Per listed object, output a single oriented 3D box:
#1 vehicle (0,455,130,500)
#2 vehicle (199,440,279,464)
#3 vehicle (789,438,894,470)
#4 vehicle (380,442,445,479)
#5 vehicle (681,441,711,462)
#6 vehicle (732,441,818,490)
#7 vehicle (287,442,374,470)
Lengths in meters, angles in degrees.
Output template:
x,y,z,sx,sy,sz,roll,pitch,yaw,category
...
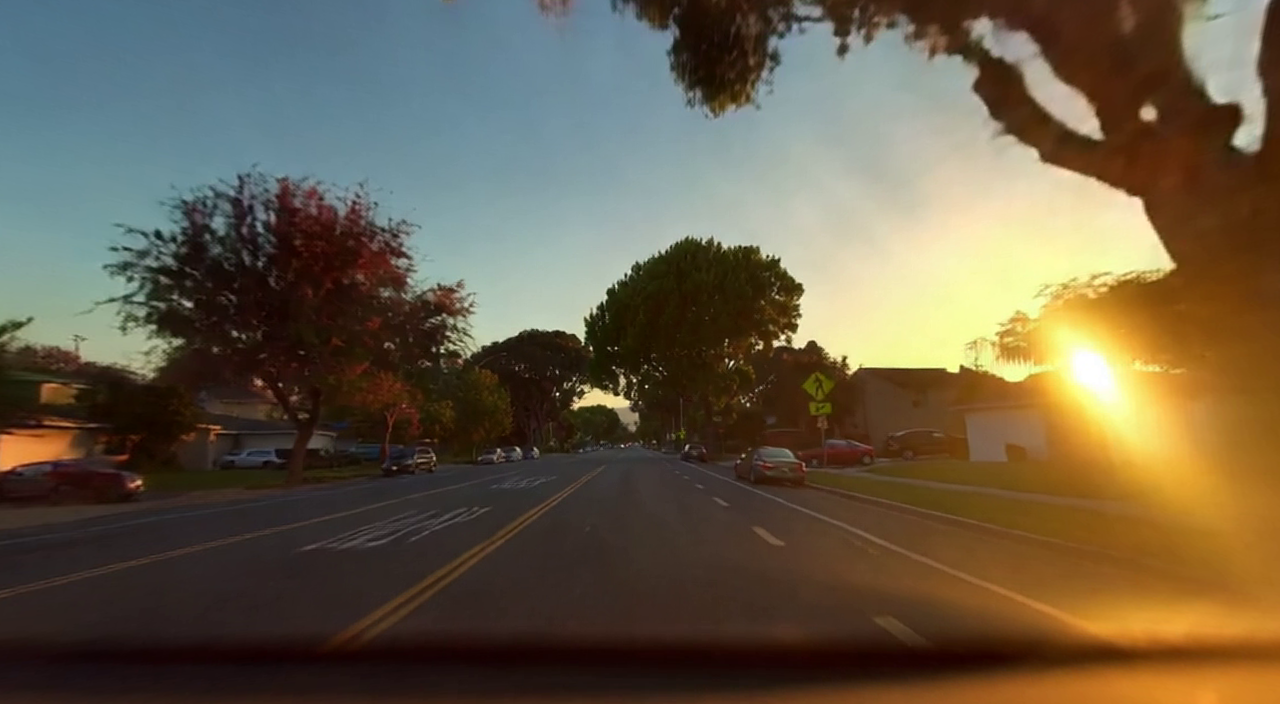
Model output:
x,y,z,sx,sy,sz,roll,pitch,yaw,category
-21.553,4.504,22.833,4.413,1.477,2.100,0,-8,1,vehicle
-26.800,6.705,42.343,4.073,1.502,1.822,-1,-8,-2,vehicle
9.940,5.029,31.394,4.501,1.502,1.975,0,-8,-1,vehicle
-12.932,6.132,36.161,2.049,1.782,4.460,-4,-7,0,vehicle
4.346,7.832,49.878,1.925,1.482,4.746,0,-8,0,vehicle
4.465,3.794,21.573,1.970,1.455,4.233,0,-8,-1,vehicle
-20.525,6.905,42.098,4.744,1.752,2.008,1,-8,-7,vehicle
